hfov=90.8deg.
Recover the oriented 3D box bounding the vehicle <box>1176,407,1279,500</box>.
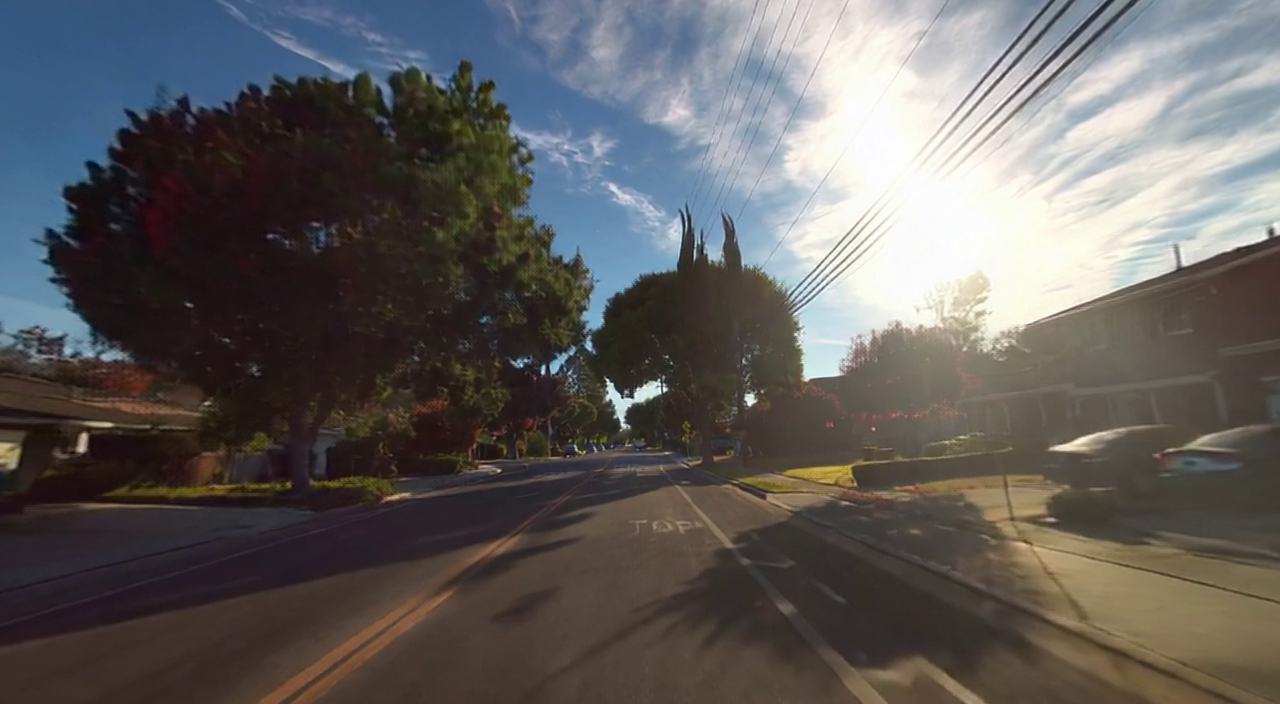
[{"bbox_3d":[12.684,1.772,11.150,4.650,1.484,1.929,0,-8,-1],"label":"vehicle"}]

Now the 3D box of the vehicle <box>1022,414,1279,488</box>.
[{"bbox_3d":[12.058,2.328,15.055,4.643,1.613,1.982,0,-8,-4],"label":"vehicle"}]
